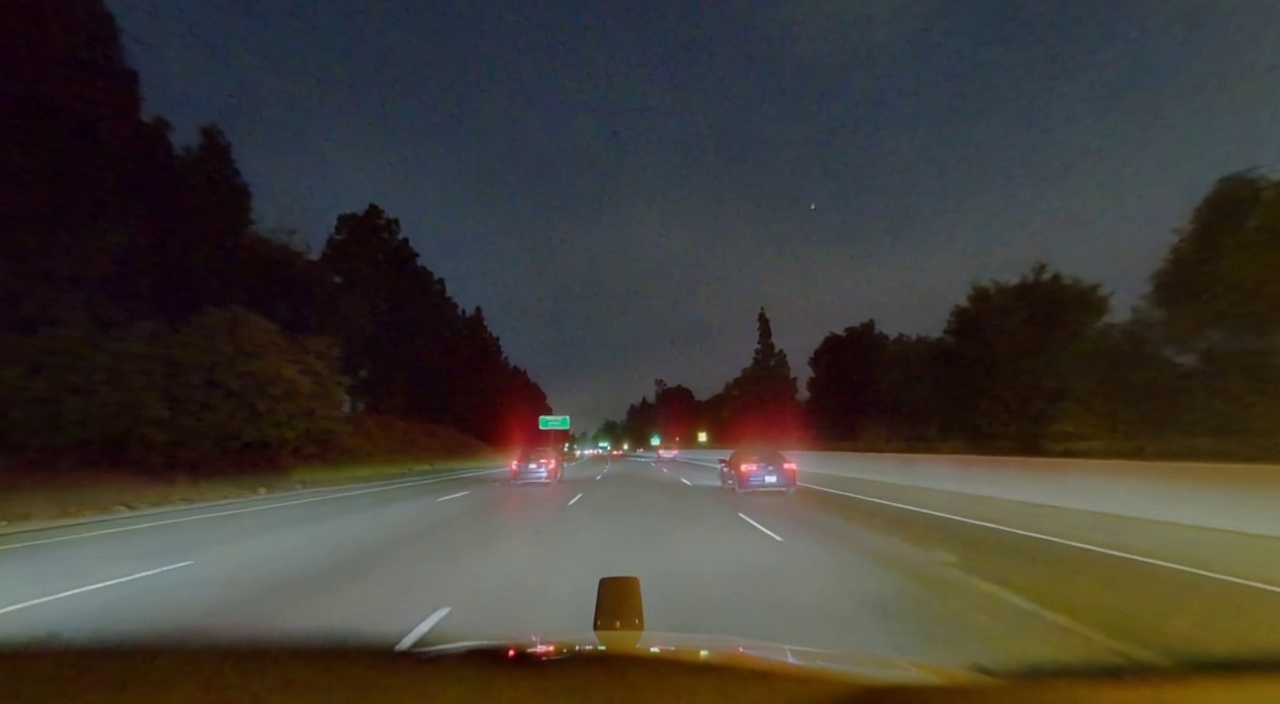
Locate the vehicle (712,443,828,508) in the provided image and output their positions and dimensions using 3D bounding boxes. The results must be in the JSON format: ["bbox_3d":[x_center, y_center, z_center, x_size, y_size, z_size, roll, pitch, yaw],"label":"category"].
[{"bbox_3d":[3.202,3.130,16.542,1.947,1.437,4.345,0,-9,-3],"label":"vehicle"}]

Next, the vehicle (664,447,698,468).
[{"bbox_3d":[2.935,7.668,46.004,2.021,1.447,3.985,0,-9,-3],"label":"vehicle"}]

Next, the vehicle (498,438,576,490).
[{"bbox_3d":[-3.716,4.147,23.710,2.244,1.755,4.417,0,-9,-1],"label":"vehicle"}]
